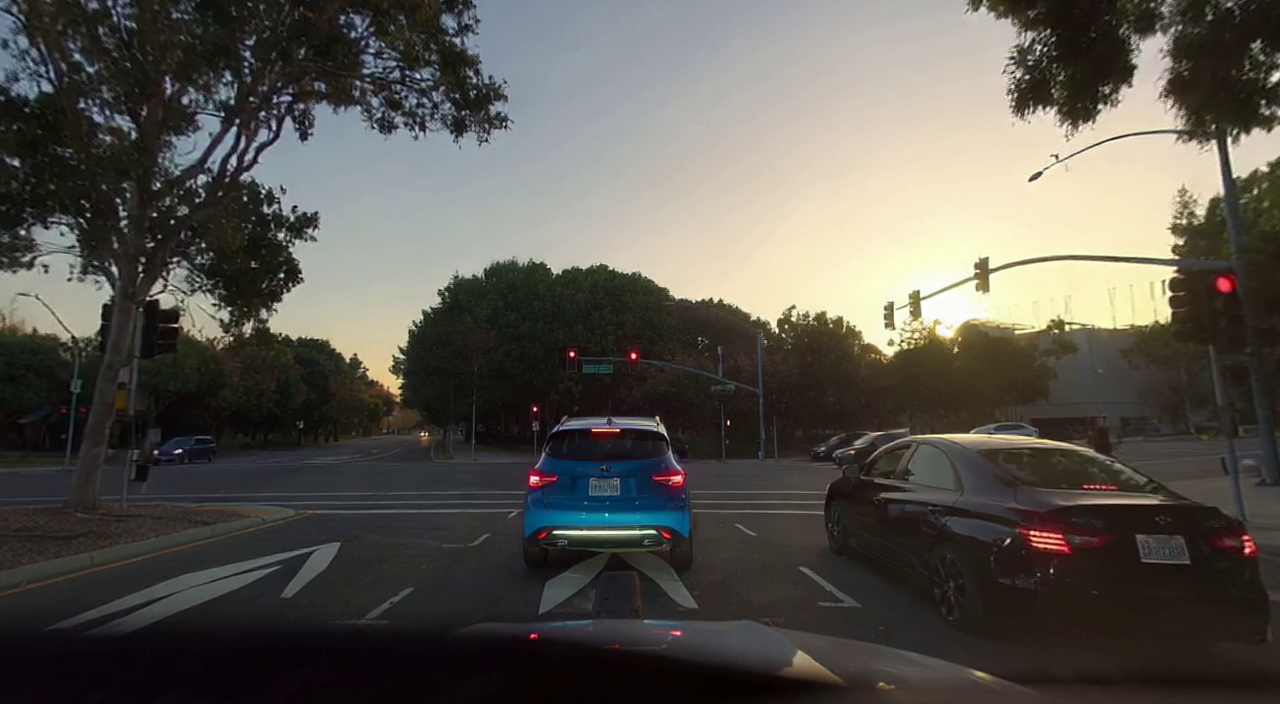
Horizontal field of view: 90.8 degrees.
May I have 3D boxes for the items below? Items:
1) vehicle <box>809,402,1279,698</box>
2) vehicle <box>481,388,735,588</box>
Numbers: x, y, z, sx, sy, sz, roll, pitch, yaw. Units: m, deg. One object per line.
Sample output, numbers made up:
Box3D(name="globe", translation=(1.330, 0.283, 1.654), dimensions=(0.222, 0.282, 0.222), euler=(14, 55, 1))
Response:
Box3D(name="vehicle", translation=(3.173, 1.401, 5.754), dimensions=(1.932, 1.562, 4.629), euler=(0, -9, -1))
Box3D(name="vehicle", translation=(-0.343, 1.523, 7.801), dimensions=(2.247, 1.760, 4.231), euler=(0, -9, -2))
